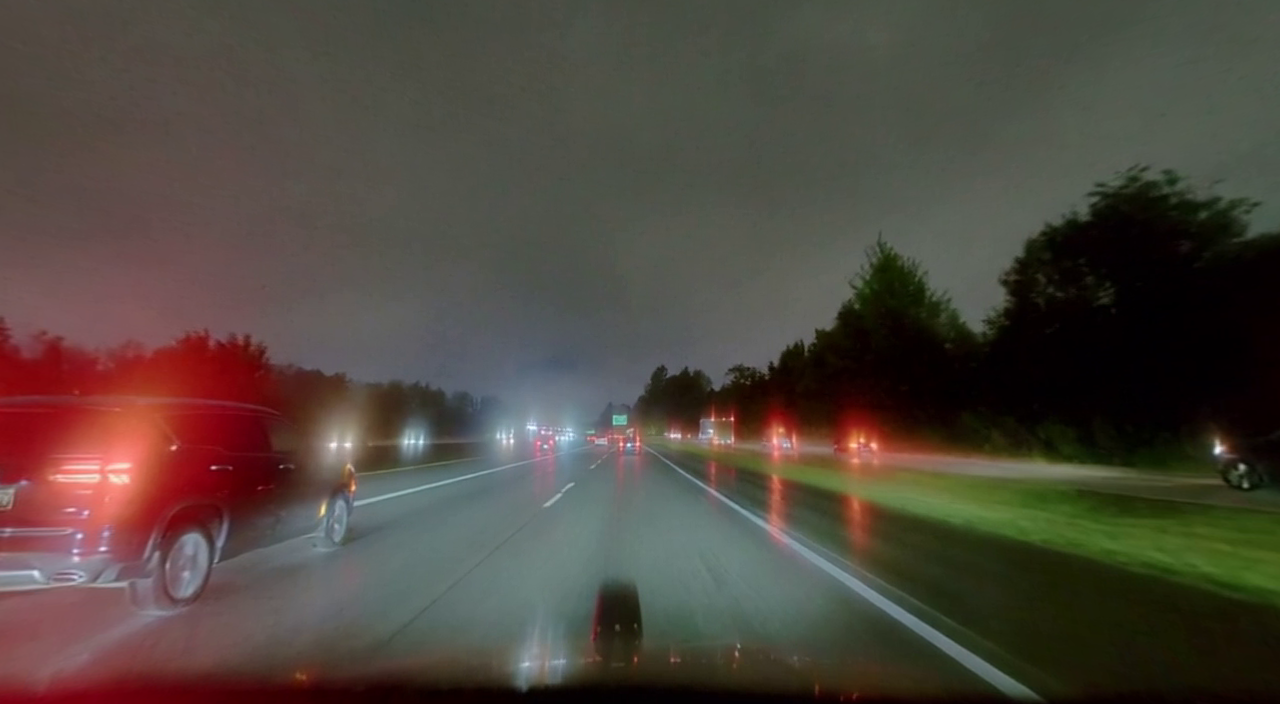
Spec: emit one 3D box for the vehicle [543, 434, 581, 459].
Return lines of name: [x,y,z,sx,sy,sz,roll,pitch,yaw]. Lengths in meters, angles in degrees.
vehicle: [-4.730,5.779,38.701,1.909,1.445,4.087,0,-8,-1]

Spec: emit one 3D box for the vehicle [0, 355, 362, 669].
vehicle: [-4.561,1.213,5.883,1.971,1.822,4.366,0,-8,-1]

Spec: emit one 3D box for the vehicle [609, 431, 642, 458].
vehicle: [-0.884,5.842,39.827,2.002,1.611,3.778,0,-8,0]
